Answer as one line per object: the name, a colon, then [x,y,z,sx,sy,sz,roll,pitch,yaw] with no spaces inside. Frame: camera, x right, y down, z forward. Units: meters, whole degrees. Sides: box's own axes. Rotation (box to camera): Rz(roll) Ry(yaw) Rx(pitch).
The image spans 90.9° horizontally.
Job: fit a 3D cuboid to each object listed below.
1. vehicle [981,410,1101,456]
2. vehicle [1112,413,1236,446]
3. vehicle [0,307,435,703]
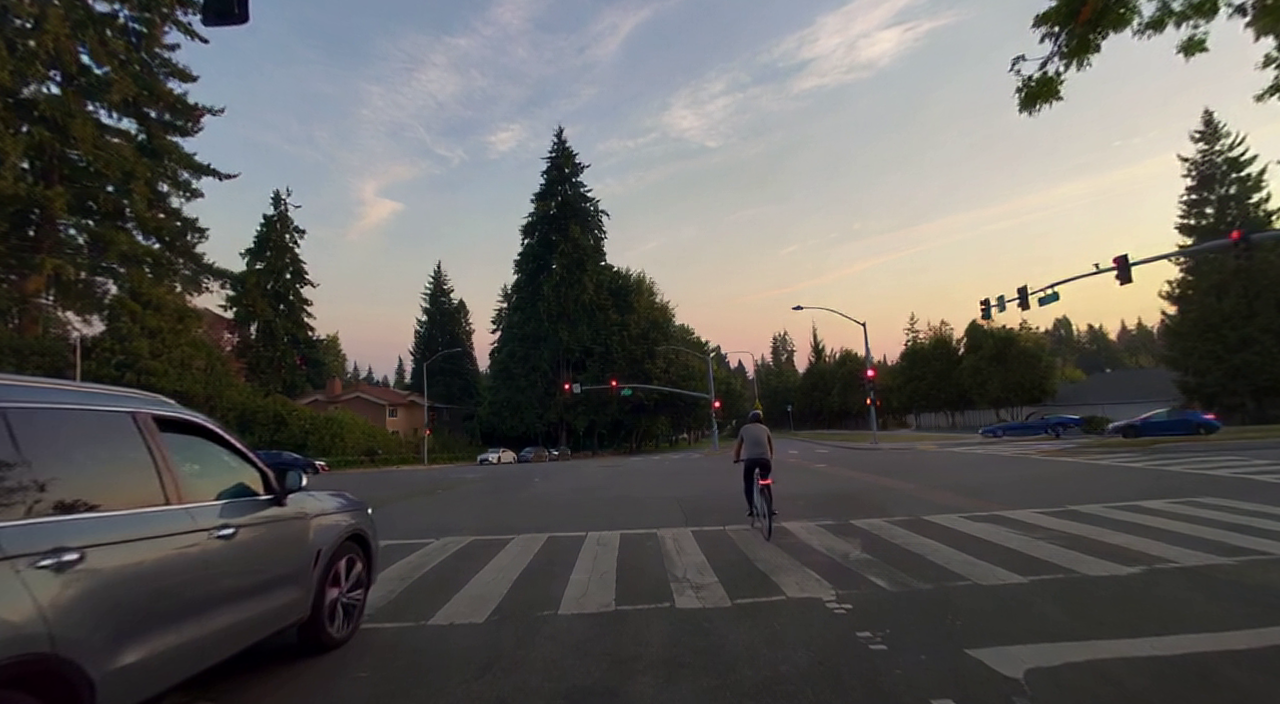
vehicle: [18.576,3.788,29.309,4.237,1.948,1.997,0,-9,-9]
vehicle: [25.740,3.778,30.415,4.716,1.507,1.904,2,-9,-11]
vehicle: [-2.960,0.990,3.533,2.049,1.756,4.602,0,-8,0]
